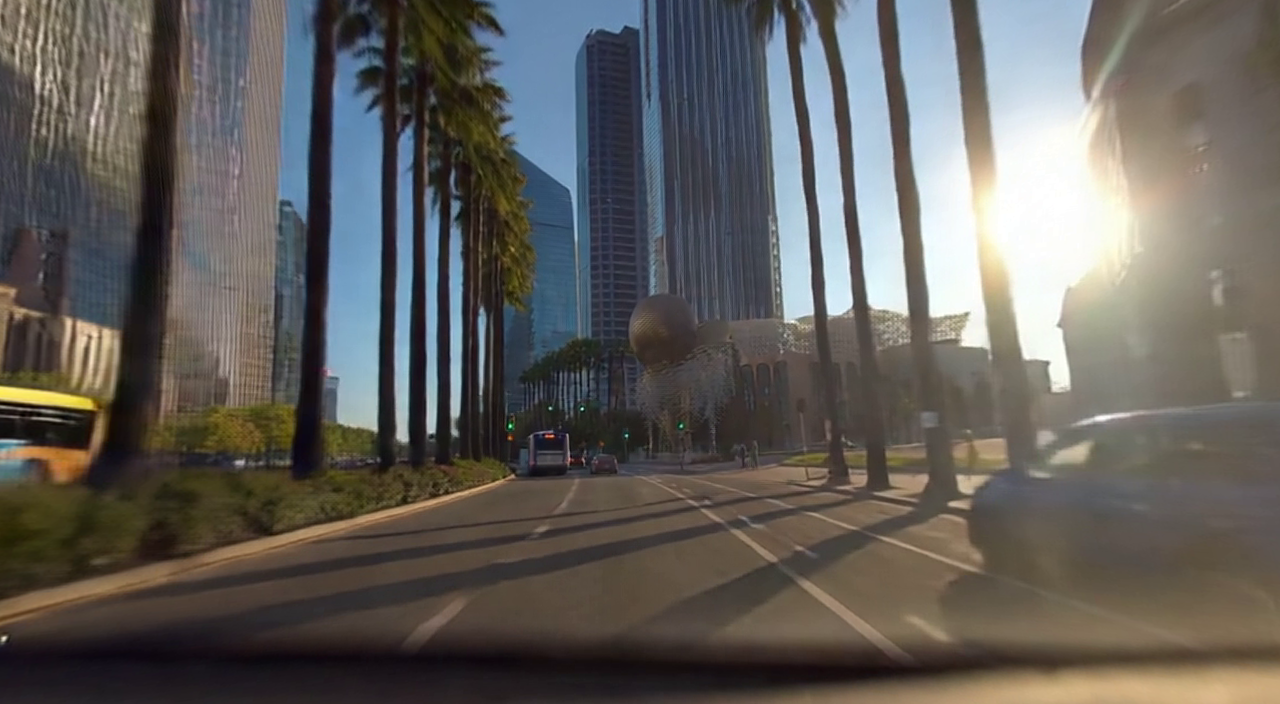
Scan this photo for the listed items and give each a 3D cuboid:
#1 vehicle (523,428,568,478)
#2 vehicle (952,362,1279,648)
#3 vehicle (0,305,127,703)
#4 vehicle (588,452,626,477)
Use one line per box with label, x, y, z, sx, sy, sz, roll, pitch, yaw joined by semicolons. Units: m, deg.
vehicle;-6.434;7.006;43.671;2.678;3.042;8.474;1;-9;-7
vehicle;5.250;1.197;5.311;2.212;1.854;5.419;1;-9;-3
vehicle;-3.409;0.442;0.350;2.120;1.826;4.737;0;-9;1
vehicle;-2.185;7.204;40.559;2.107;1.481;4.097;2;-9;-8
